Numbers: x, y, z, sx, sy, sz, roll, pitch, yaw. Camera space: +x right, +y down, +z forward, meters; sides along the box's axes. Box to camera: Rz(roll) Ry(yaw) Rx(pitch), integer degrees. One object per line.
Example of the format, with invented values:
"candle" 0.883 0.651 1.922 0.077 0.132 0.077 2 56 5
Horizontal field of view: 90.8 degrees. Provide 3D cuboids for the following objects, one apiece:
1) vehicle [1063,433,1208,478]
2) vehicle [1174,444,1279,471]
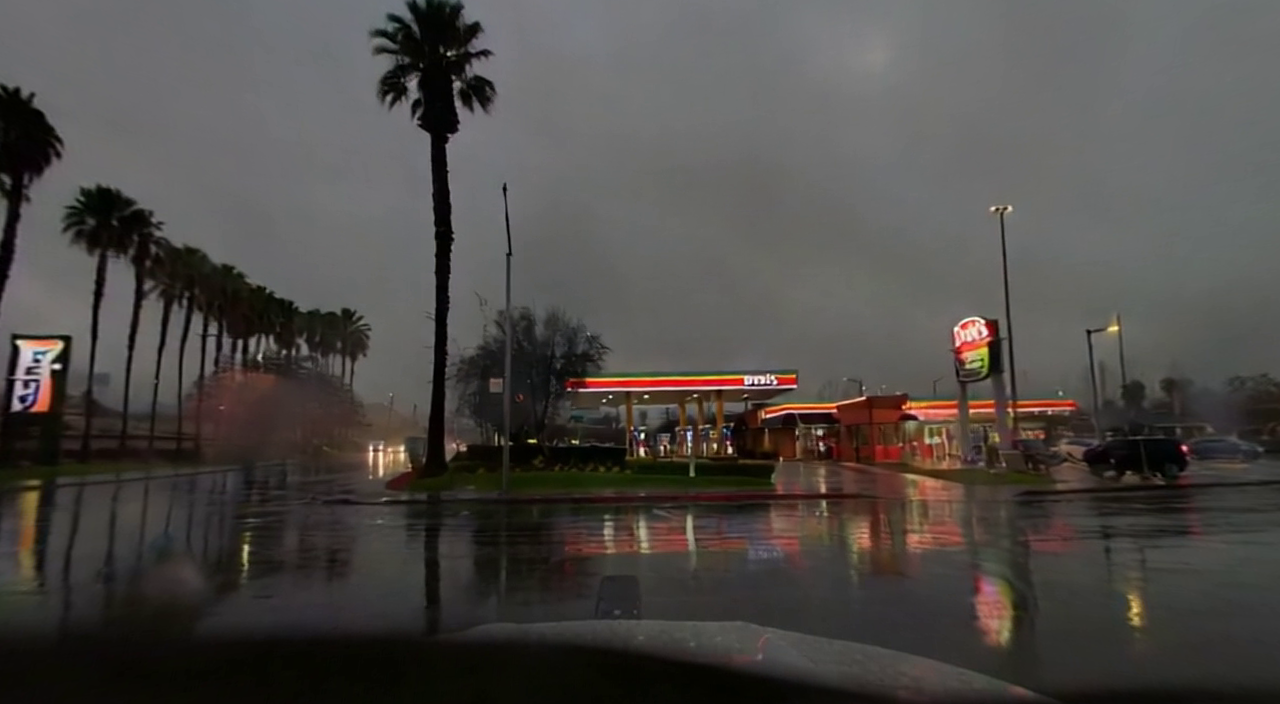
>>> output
"vehicle" 22.350 4.646 28.620 4.880 1.754 2.202 0 -5 -6
"vehicle" 34.300 6.119 36.921 1.805 1.466 4.641 1 -9 -6
